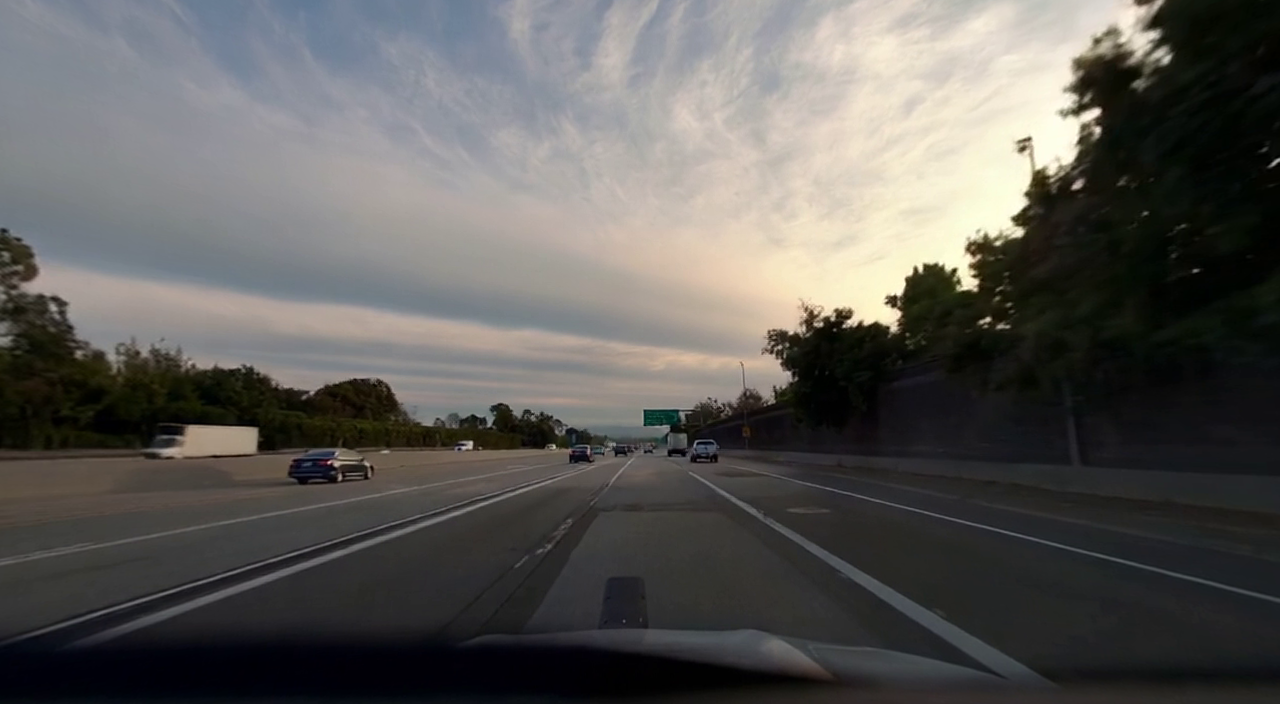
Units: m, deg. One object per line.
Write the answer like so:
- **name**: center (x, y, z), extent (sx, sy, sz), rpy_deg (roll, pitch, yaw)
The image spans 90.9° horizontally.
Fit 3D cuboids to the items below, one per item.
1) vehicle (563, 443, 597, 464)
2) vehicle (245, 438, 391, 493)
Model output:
- **vehicle**: center (-4.567, 7.793, 48.534), extent (1.981, 1.473, 4.317), rpy_deg (0, -8, 2)
- **vehicle**: center (-9.623, 3.407, 19.349), extent (1.899, 1.465, 4.589), rpy_deg (0, -8, 2)
